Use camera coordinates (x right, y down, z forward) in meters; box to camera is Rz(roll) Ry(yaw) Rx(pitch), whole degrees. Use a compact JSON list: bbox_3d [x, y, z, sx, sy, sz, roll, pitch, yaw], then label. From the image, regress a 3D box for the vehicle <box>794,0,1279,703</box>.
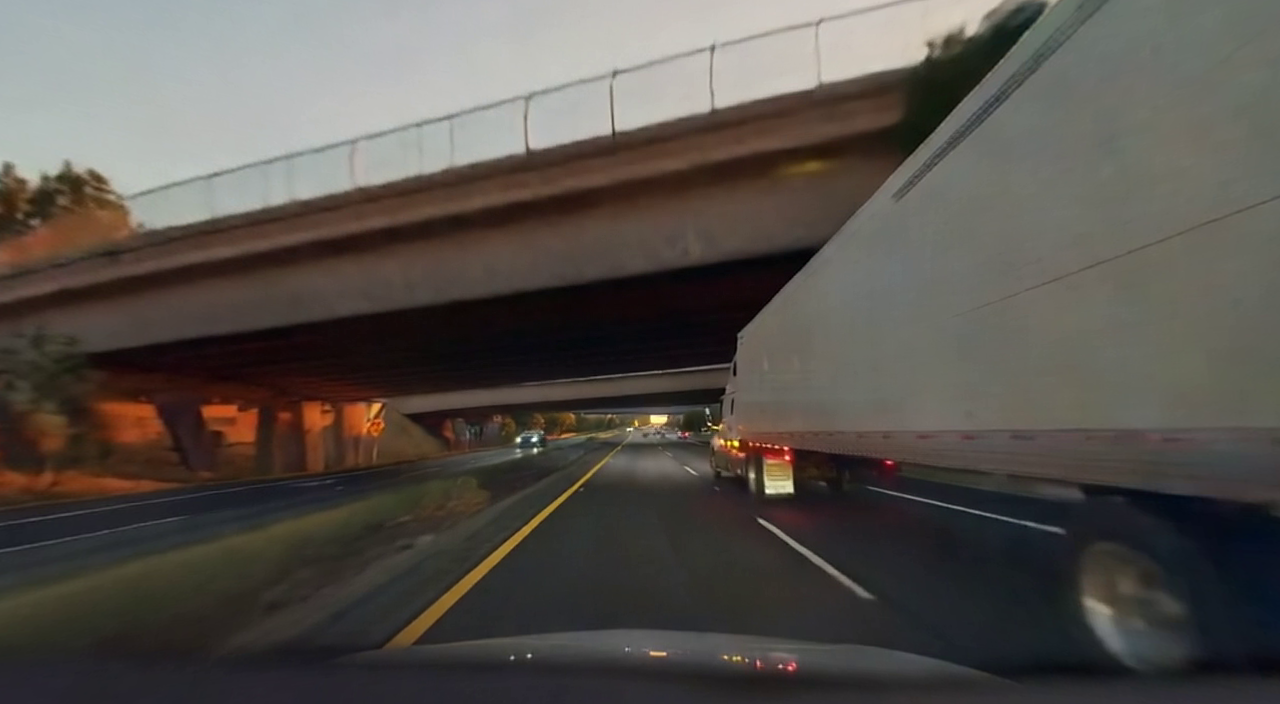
[{"bbox_3d":[3.676,-0.044,4.469,2.949,3.877,8.528,0,-8,0],"label":"vehicle"}]
